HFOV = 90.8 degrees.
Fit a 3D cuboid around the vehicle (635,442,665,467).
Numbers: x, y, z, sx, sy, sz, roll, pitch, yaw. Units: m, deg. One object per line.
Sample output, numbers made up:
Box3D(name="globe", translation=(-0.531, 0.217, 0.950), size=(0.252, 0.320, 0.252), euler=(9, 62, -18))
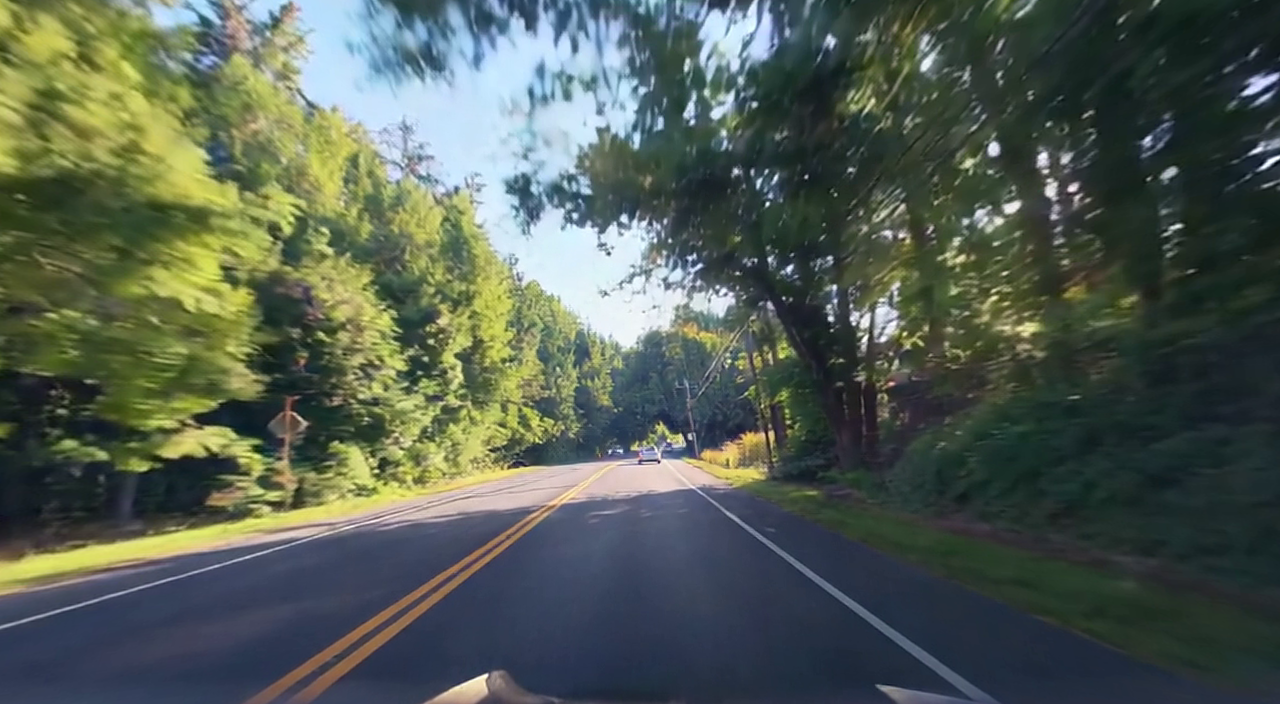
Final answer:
Box3D(name="vehicle", translation=(0.688, 7.532, 46.566), size=(2.083, 1.767, 4.448), euler=(-1, -9, 0))
